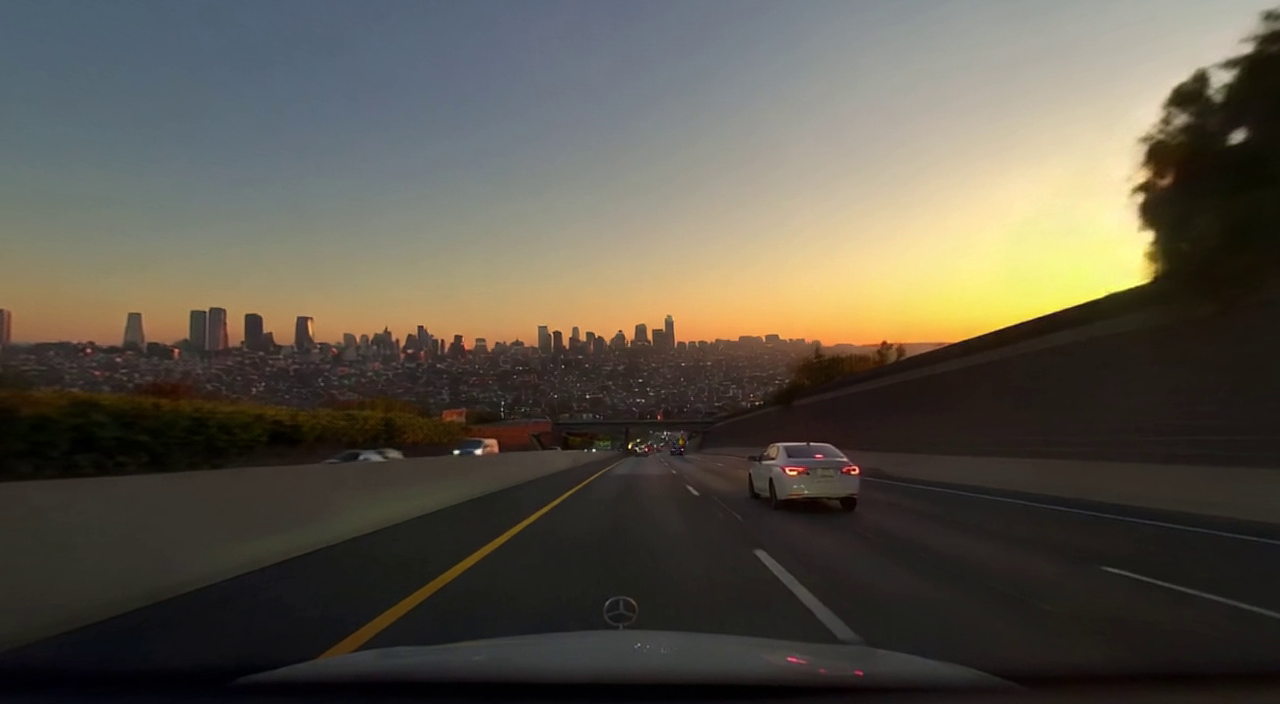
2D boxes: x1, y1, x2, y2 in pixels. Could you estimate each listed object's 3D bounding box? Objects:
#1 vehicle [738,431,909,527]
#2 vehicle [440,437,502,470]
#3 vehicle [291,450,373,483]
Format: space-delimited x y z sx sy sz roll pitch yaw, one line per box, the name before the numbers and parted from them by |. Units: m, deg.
vehicle | 3.326 2.402 12.562 1.982 1.533 4.612 0 -9 0
vehicle | -11.493 6.943 43.417 2.452 2.045 5.769 -1 -9 2
vehicle | -15.806 5.867 32.705 1.811 1.552 4.504 -1 -9 3
